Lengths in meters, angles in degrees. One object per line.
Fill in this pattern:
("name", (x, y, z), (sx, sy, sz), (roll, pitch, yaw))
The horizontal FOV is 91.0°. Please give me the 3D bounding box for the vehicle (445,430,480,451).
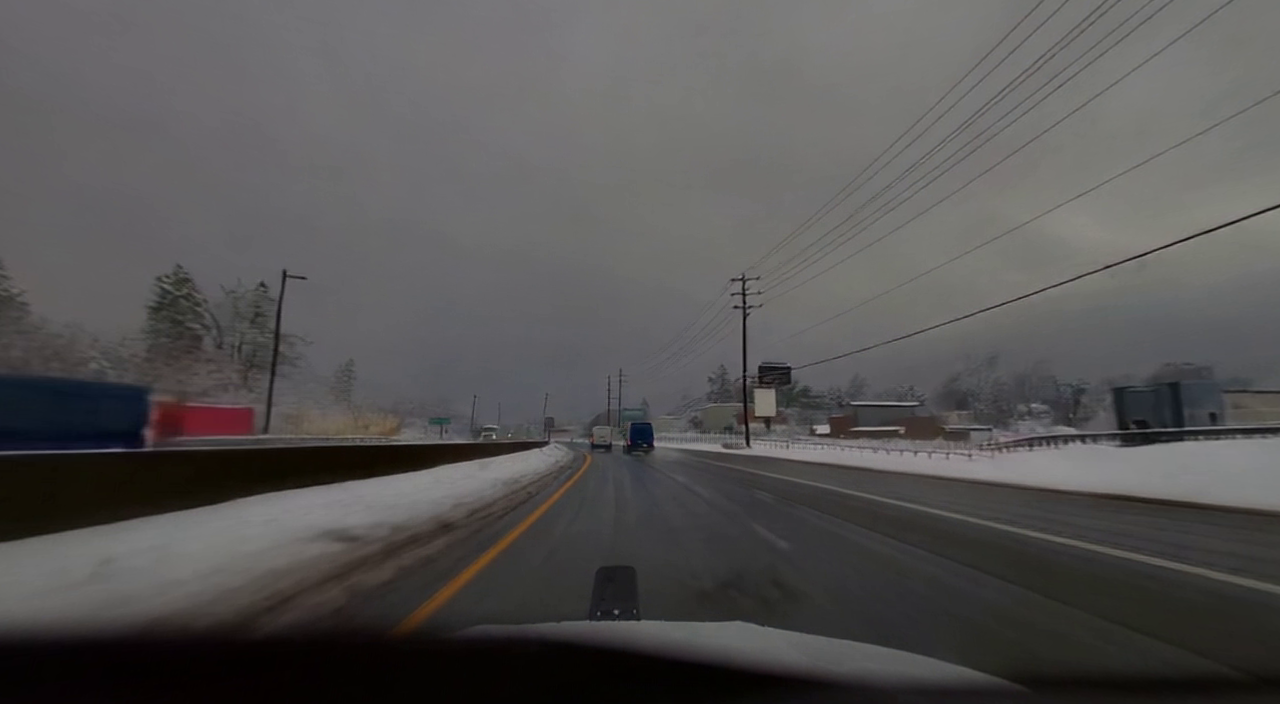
("vehicle", (-13.967, 6.988, 49.804), (1.854, 1.548, 4.141), (0, -8, -4))
